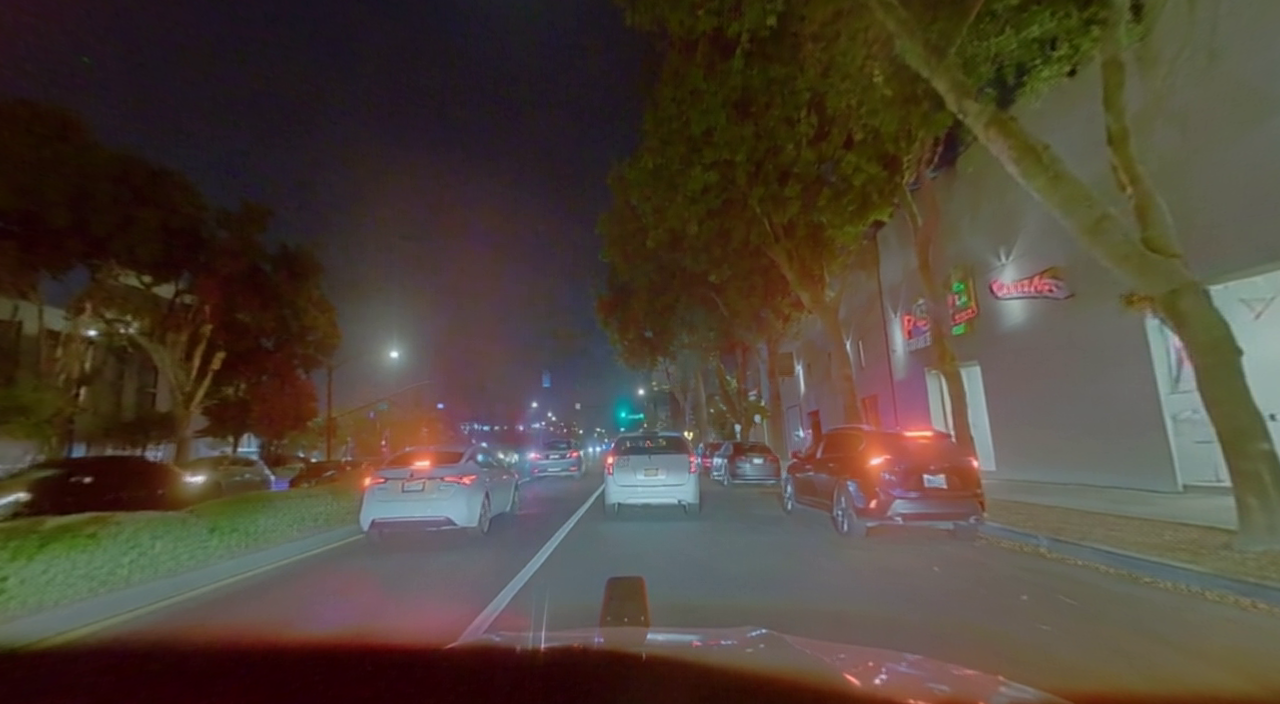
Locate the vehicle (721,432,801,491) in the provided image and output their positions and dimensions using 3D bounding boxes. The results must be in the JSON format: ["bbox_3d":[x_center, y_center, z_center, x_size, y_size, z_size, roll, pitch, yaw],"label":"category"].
[{"bbox_3d":[4.057,3.739,21.908,2.025,1.813,4.372,0,-8,2],"label":"vehicle"}]

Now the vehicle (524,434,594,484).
[{"bbox_3d":[-3.085,4.201,25.024,2.135,1.806,4.514,0,-8,1],"label":"vehicle"}]

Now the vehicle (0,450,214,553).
[{"bbox_3d":[-10.639,2.606,11.770,2.041,1.500,4.684,0,-8,0],"label":"vehicle"}]

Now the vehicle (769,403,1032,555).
[{"bbox_3d":[3.988,2.070,11.100,2.038,1.865,5.786,3,-9,-2],"label":"vehicle"}]

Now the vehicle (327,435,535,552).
[{"bbox_3d":[-3.037,2.129,10.250,1.908,1.474,4.257,0,-8,0],"label":"vehicle"}]

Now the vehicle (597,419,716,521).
[{"bbox_3d":[0.290,2.354,13.061,2.075,1.770,4.018,0,-8,0],"label":"vehicle"}]
